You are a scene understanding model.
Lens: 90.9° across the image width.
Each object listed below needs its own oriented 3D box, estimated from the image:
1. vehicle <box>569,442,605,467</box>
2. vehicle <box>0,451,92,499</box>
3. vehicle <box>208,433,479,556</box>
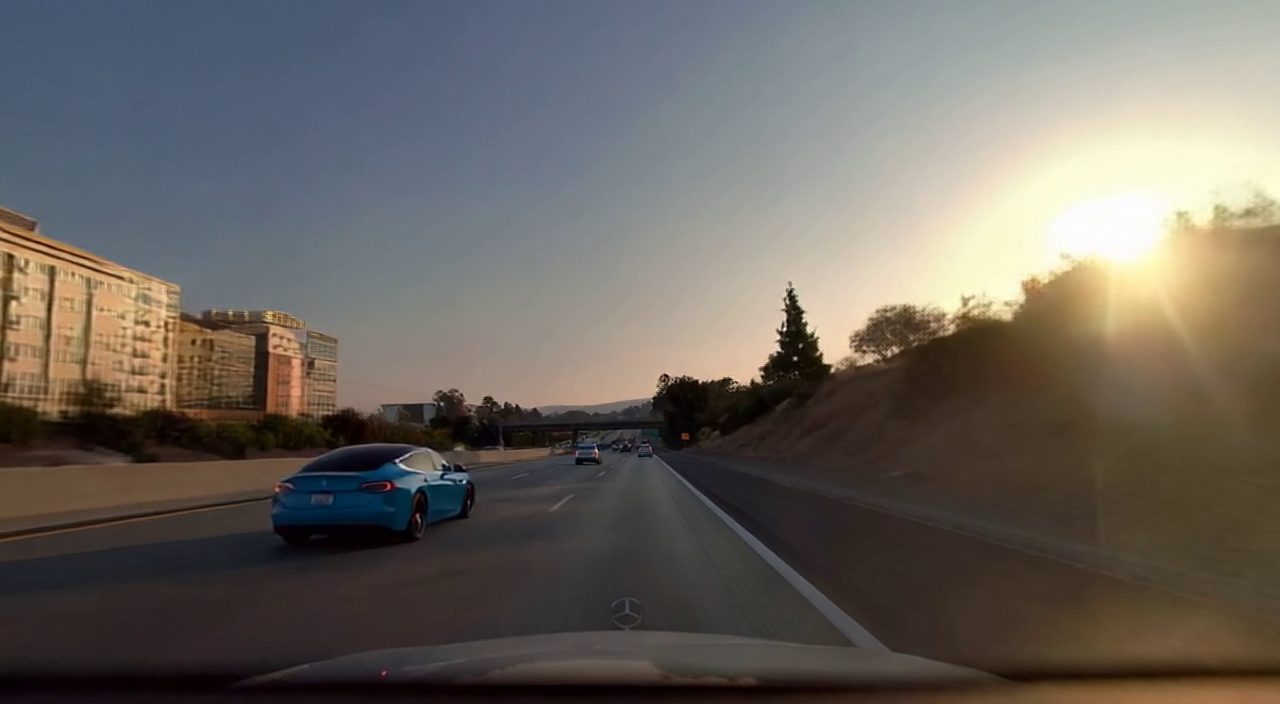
[{"bbox_3d":[-3.340,6.548,40.458,1.926,1.464,4.186,0,-8,1],"label":"vehicle"},{"bbox_3d":[-21.294,4.160,21.563,1.817,1.465,3.571,0,-8,1],"label":"vehicle"},{"bbox_3d":[-4.155,2.051,9.870,2.083,1.471,4.350,0,-8,1],"label":"vehicle"}]
